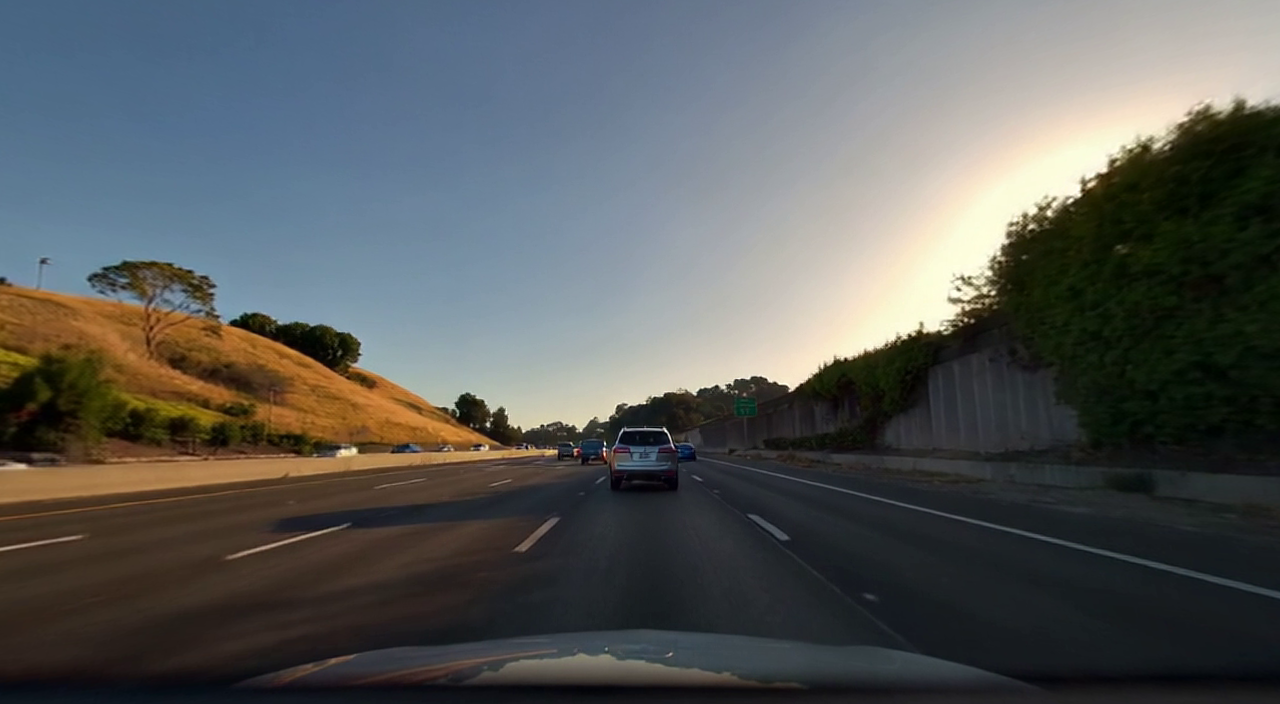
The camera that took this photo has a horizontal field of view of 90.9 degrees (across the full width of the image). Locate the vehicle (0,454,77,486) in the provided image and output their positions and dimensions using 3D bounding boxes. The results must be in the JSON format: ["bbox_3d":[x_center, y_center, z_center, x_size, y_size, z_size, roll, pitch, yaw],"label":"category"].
[{"bbox_3d":[-31.573,5.936,32.004,1.911,1.461,4.375,0,-9,0],"label":"vehicle"}]

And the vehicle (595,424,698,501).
[{"bbox_3d":[0.165,2.952,17.158,2.447,1.804,4.273,0,-9,0],"label":"vehicle"}]
